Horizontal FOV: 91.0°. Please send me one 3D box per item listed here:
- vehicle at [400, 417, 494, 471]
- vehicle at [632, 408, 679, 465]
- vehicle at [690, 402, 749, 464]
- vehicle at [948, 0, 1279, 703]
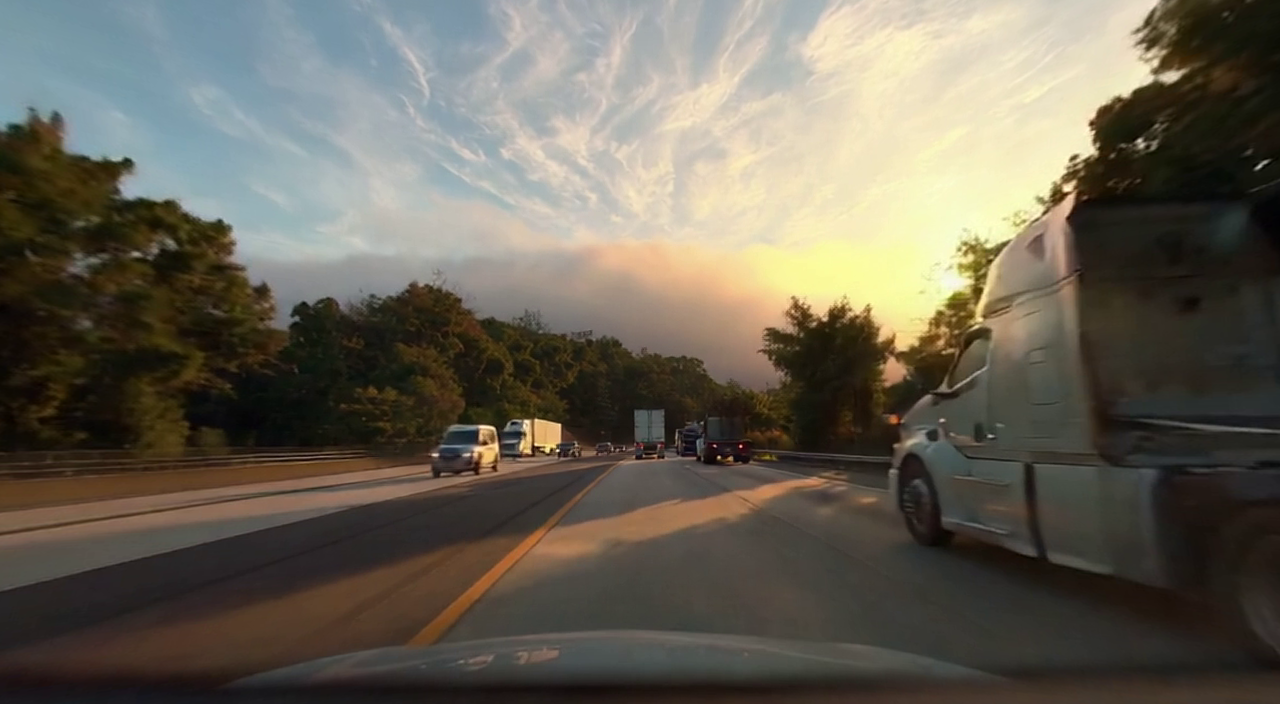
[{"bbox_3d":[-8.634,4.213,28.981,2.193,2.189,6.439,-1,-8,1],"label":"vehicle"},{"bbox_3d":[0.872,5.363,39.977,2.644,3.247,7.454,0,-8,0],"label":"vehicle"},{"bbox_3d":[4.912,5.215,40.213,2.956,3.604,6.277,0,-8,1],"label":"vehicle"},{"bbox_3d":[4.725,-0.198,3.277,3.012,3.936,5.848,0,-8,-1],"label":"vehicle"}]
